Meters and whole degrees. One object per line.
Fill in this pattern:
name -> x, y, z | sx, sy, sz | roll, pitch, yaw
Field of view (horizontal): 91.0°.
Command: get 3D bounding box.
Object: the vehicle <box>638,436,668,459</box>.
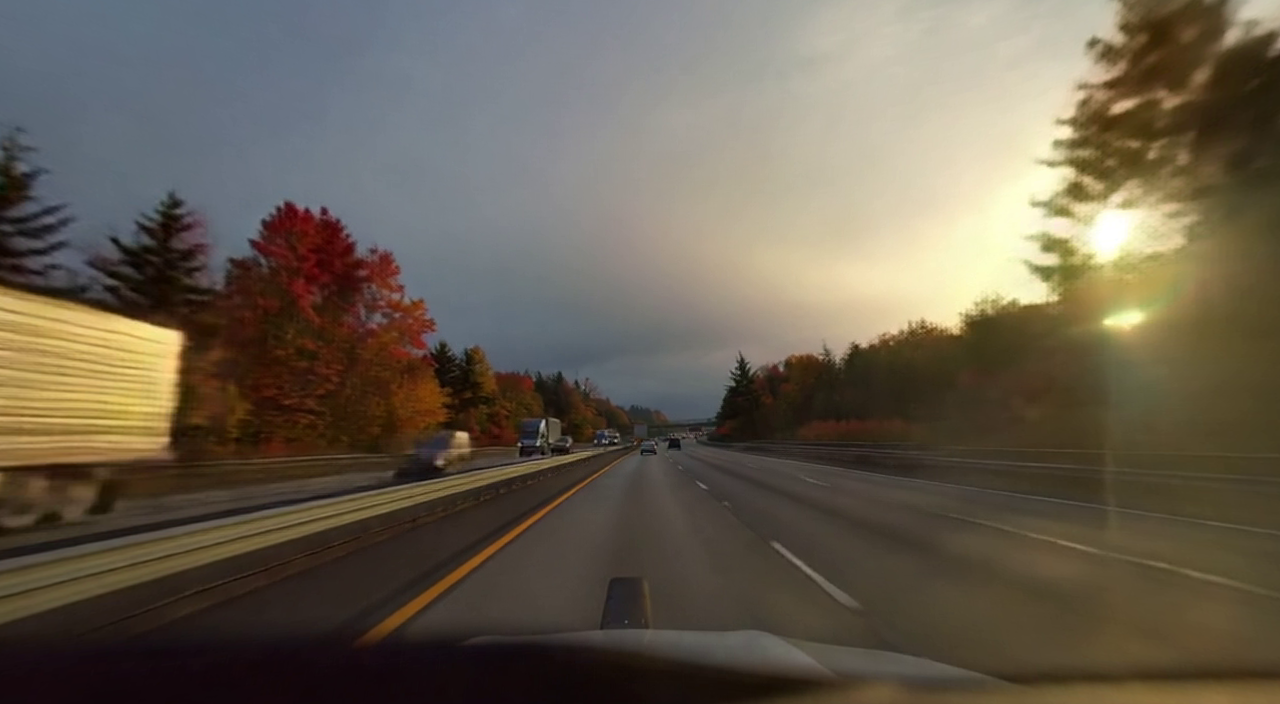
vehicle -> 0.864, 6.548, 43.064 | 1.924, 1.498, 3.817 | 0, -8, 0

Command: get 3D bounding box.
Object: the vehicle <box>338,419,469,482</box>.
vehicle -> -7.471, 3.194, 20.648 | 2.213, 1.767, 5.284 | 0, -8, 0
